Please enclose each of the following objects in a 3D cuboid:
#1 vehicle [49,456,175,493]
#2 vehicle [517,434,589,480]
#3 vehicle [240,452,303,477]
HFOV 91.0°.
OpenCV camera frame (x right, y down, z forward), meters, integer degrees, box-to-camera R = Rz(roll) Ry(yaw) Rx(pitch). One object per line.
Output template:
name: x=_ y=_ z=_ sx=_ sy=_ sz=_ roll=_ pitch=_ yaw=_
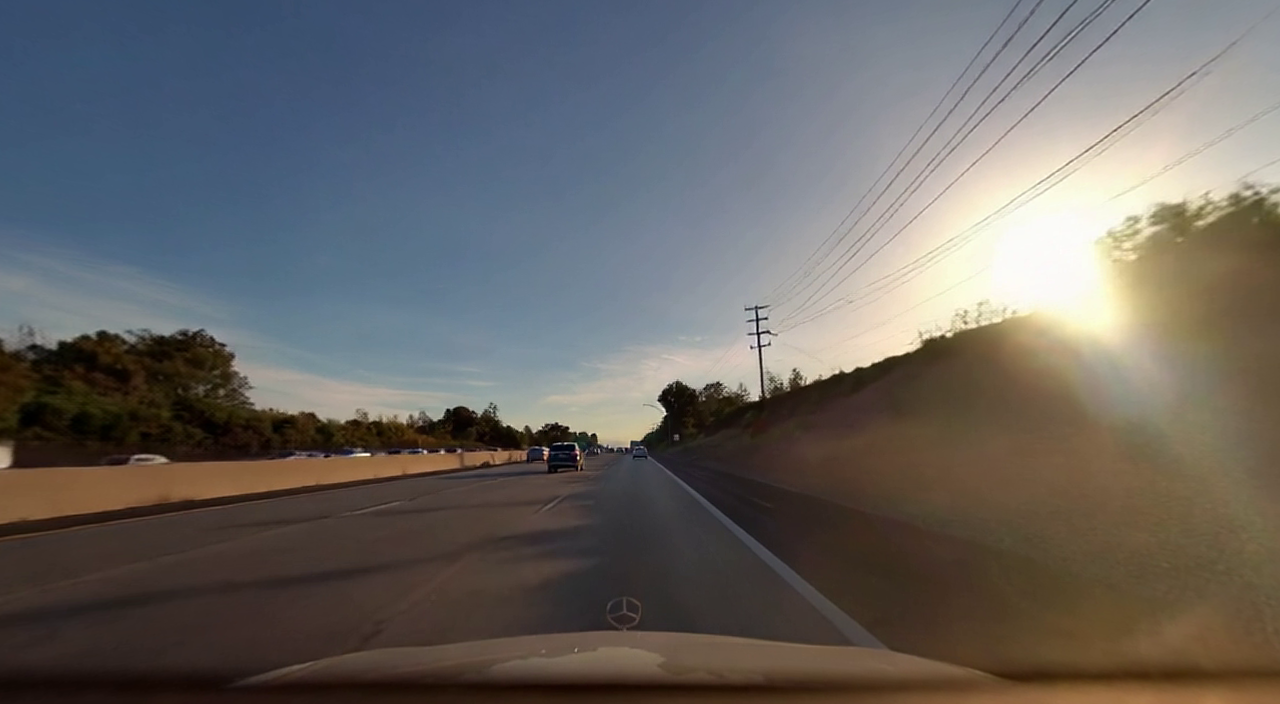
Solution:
vehicle: x=-25.021 y=5.785 z=30.092 sx=2.017 sy=1.565 sz=4.577 roll=0 pitch=-9 yaw=0
vehicle: x=-3.955 y=4.940 z=29.751 sx=2.577 sy=1.939 sz=5.408 roll=0 pitch=-9 yaw=0
vehicle: x=-28.819 y=8.781 z=49.381 sx=2.006 sy=1.760 sz=4.774 roll=0 pitch=-9 yaw=0
